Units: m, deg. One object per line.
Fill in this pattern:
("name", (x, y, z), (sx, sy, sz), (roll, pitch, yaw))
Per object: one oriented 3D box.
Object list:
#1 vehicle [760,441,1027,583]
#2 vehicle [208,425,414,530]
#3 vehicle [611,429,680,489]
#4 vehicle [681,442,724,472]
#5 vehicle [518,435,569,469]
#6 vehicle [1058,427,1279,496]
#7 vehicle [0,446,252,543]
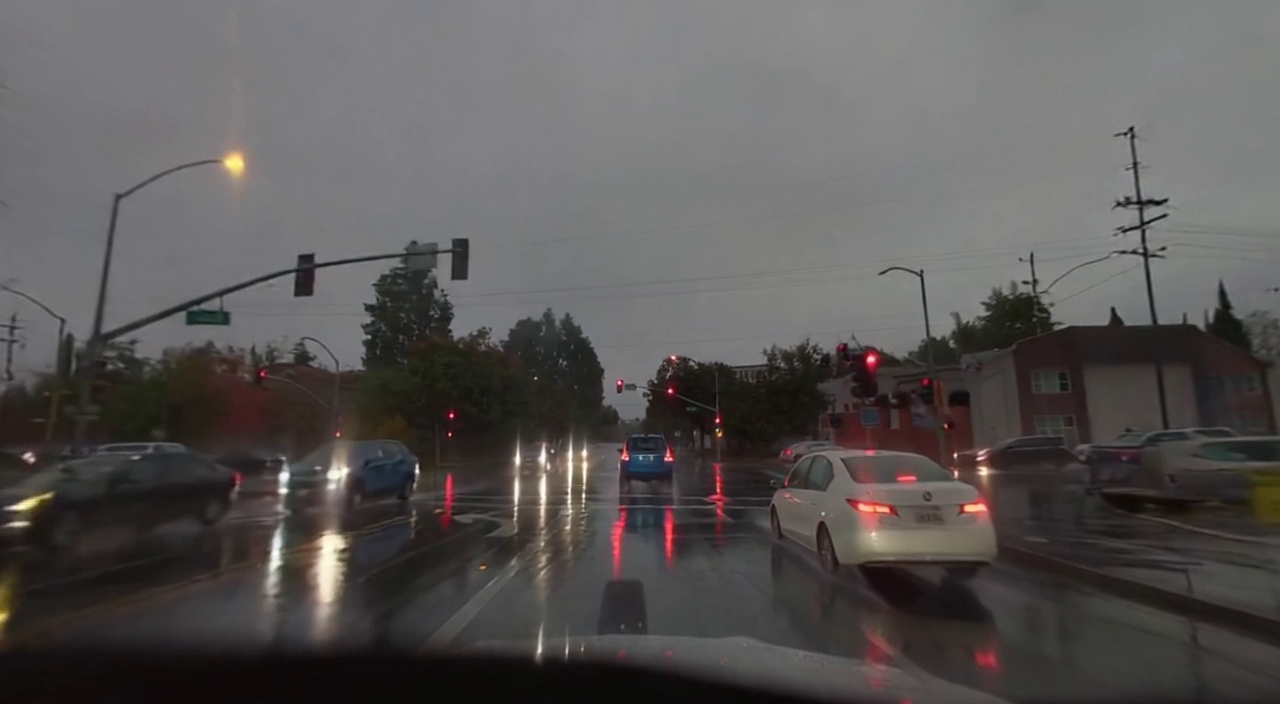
("vehicle", (3.123, 2.028, 8.923), (1.900, 1.478, 4.425), (0, -8, -1))
("vehicle", (-6.656, 2.554, 13.422), (1.957, 1.836, 4.434), (0, -8, 0))
("vehicle", (0.166, 3.846, 22.918), (2.296, 1.947, 4.168), (0, -8, 0))
("vehicle", (3.733, 6.346, 38.211), (2.138, 1.729, 4.178), (0, -8, -1))
("vehicle", (-6.156, 6.440, 40.659), (2.374, 2.031, 5.737), (0, -8, 0))
("vehicle", (13.597, 2.743, 15.890), (4.507, 1.610, 2.045), (0, -8, 0))
("vehicle", (-10.380, 2.713, 12.761), (1.943, 1.552, 4.670), (0, -8, 0))
